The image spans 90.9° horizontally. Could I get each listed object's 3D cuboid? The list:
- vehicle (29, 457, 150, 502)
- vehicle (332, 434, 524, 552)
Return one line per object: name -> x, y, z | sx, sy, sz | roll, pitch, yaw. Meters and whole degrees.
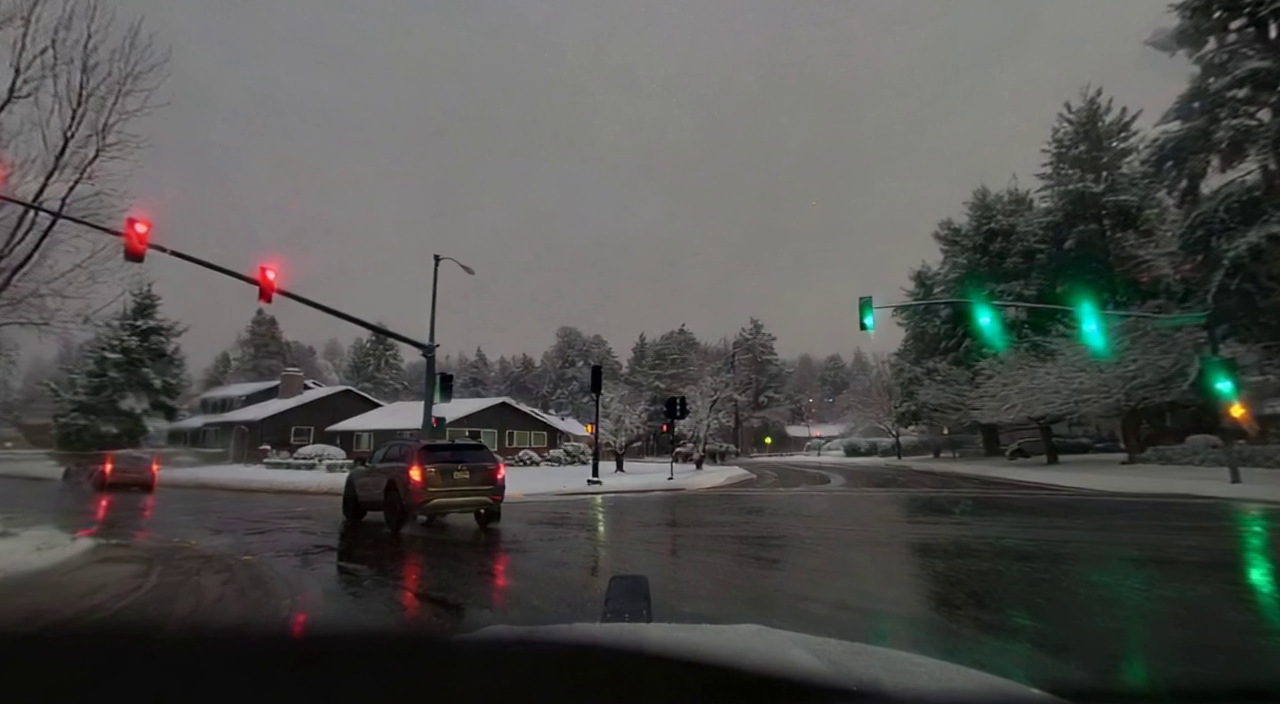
vehicle -> -20.516, 4.669, 23.456 | 4.558, 1.433, 1.983 | -5, -10, 31
vehicle -> -4.366, 2.595, 12.499 | 2.141, 1.833, 4.704 | 6, -11, -37
